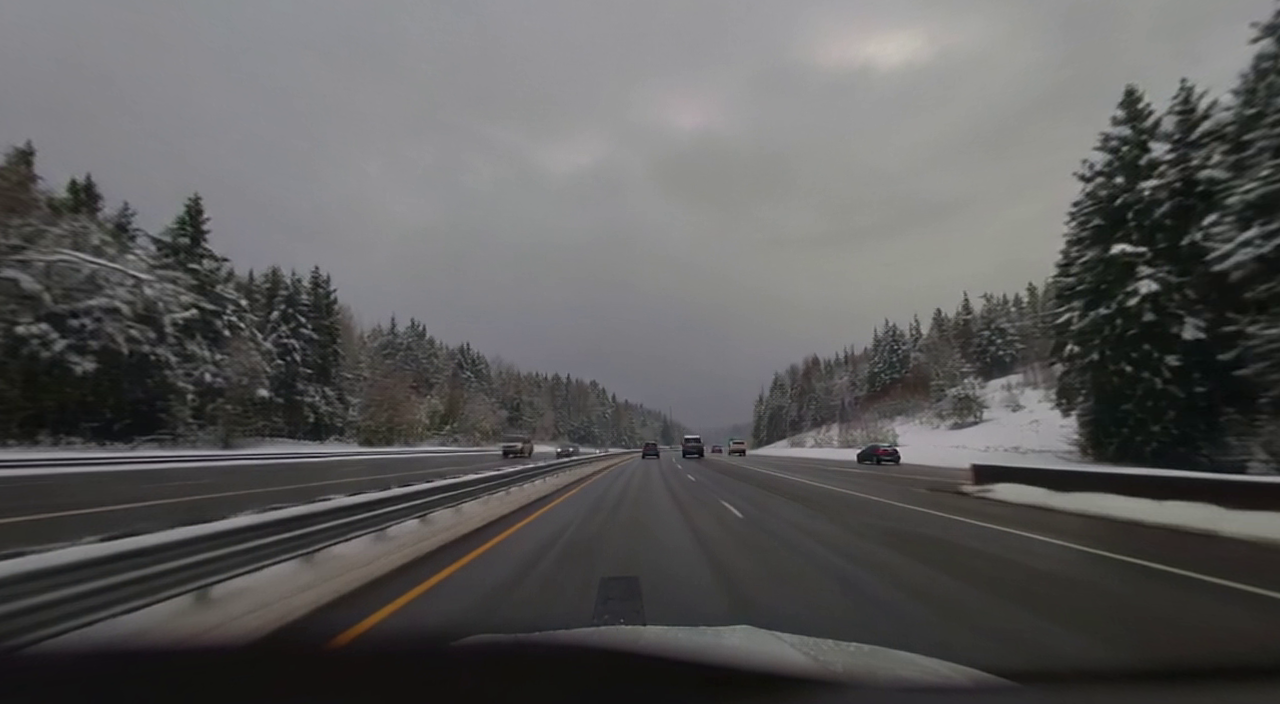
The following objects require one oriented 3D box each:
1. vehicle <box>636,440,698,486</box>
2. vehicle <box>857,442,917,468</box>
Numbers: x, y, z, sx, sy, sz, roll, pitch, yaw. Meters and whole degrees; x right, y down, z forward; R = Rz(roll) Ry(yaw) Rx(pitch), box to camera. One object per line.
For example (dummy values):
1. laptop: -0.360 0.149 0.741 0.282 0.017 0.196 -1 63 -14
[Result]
1. vehicle: 0.888 3.968 22.849 2.053 1.483 4.185 0 -9 0
2. vehicle: 14.863 6.233 38.108 1.926 1.483 3.528 0 -9 -4
